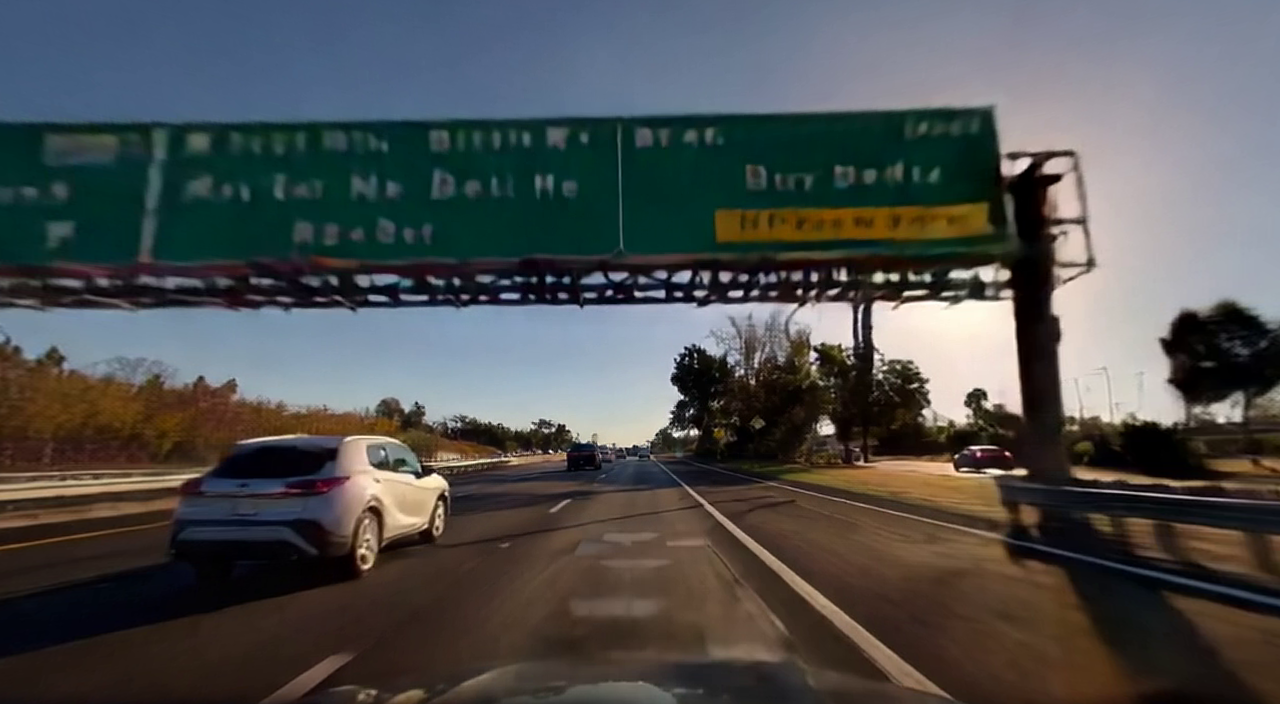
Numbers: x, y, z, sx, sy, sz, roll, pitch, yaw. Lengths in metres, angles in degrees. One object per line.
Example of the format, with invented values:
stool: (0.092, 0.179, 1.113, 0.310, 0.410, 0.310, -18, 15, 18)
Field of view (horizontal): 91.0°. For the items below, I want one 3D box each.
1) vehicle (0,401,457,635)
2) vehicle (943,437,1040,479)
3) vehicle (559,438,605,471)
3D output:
vehicle: (-3.928, 1.626, 7.224, 2.162, 1.747, 4.791, 0, -9, 1)
vehicle: (16.236, 4.917, 29.422, 1.991, 1.755, 4.836, -1, -9, 4)
vehicle: (-3.662, 6.618, 40.786, 2.420, 1.937, 5.916, 0, -9, 0)
